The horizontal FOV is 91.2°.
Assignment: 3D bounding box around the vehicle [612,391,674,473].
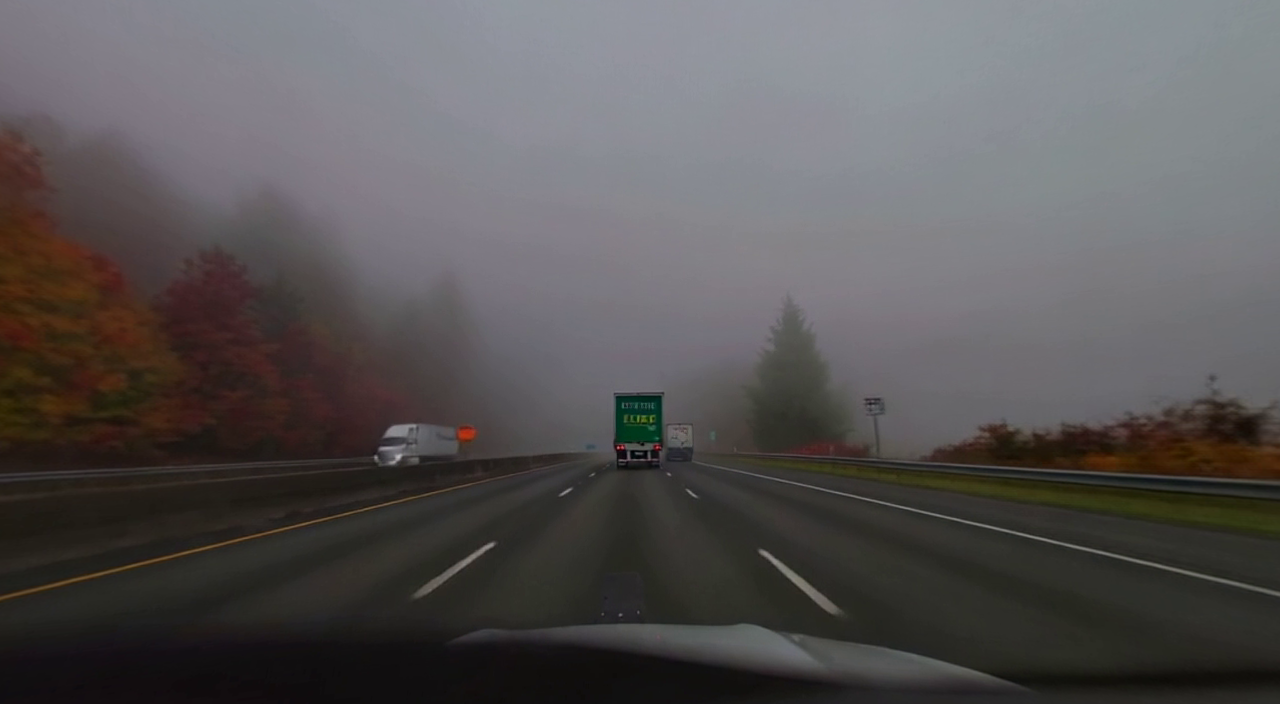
[{"bbox_3d":[0.109,4.786,36.750,3.057,4.073,10.792,0,-9,0],"label":"vehicle"}]
